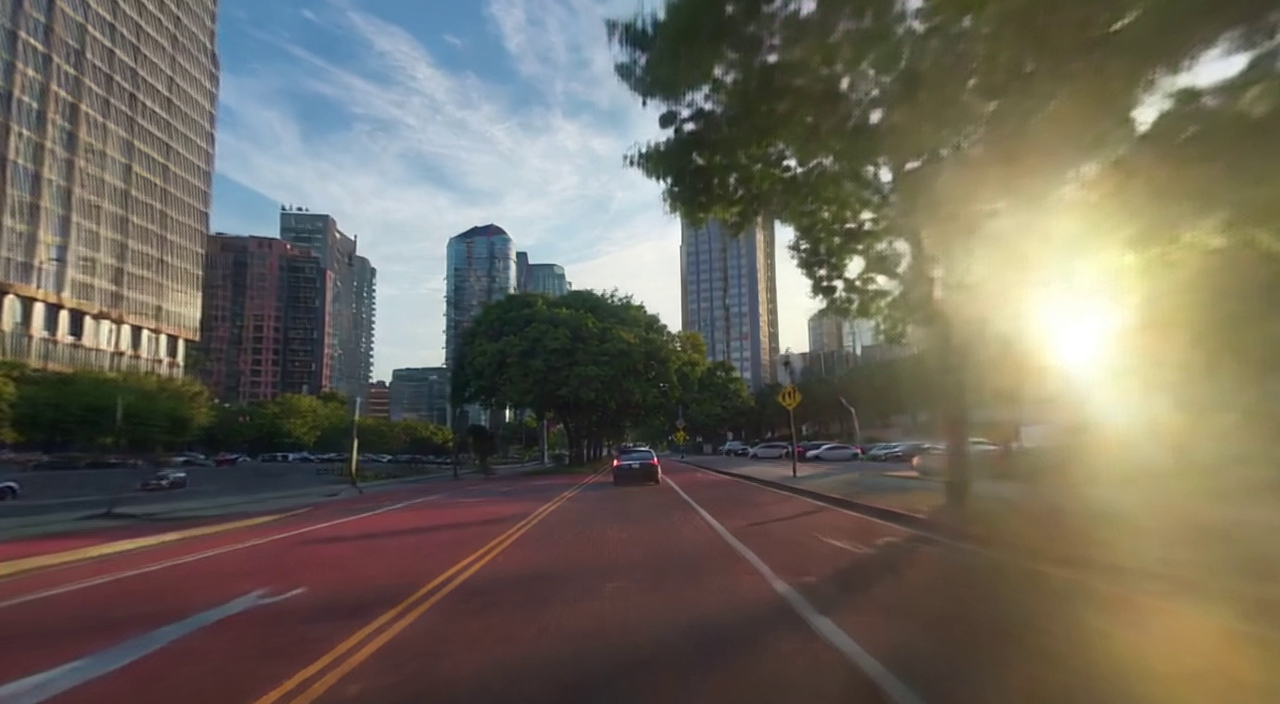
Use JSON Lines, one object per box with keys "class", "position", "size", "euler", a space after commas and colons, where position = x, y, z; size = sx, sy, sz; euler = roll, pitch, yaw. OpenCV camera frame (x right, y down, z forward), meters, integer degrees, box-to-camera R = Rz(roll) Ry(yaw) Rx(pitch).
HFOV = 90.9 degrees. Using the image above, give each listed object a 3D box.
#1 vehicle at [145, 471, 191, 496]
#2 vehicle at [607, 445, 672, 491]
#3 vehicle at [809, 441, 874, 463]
{"class": "vehicle", "position": [-32.458, 9.019, 43.282], "size": [1.970, 1.476, 3.940], "euler": [8, -12, -42]}
{"class": "vehicle", "position": [-0.095, 3.994, 22.078], "size": [2.063, 1.442, 4.135], "euler": [0, -9, -2]}
{"class": "vehicle", "position": [14.373, 7.130, 45.051], "size": [4.003, 1.476, 1.884], "euler": [-2, -8, 2]}
